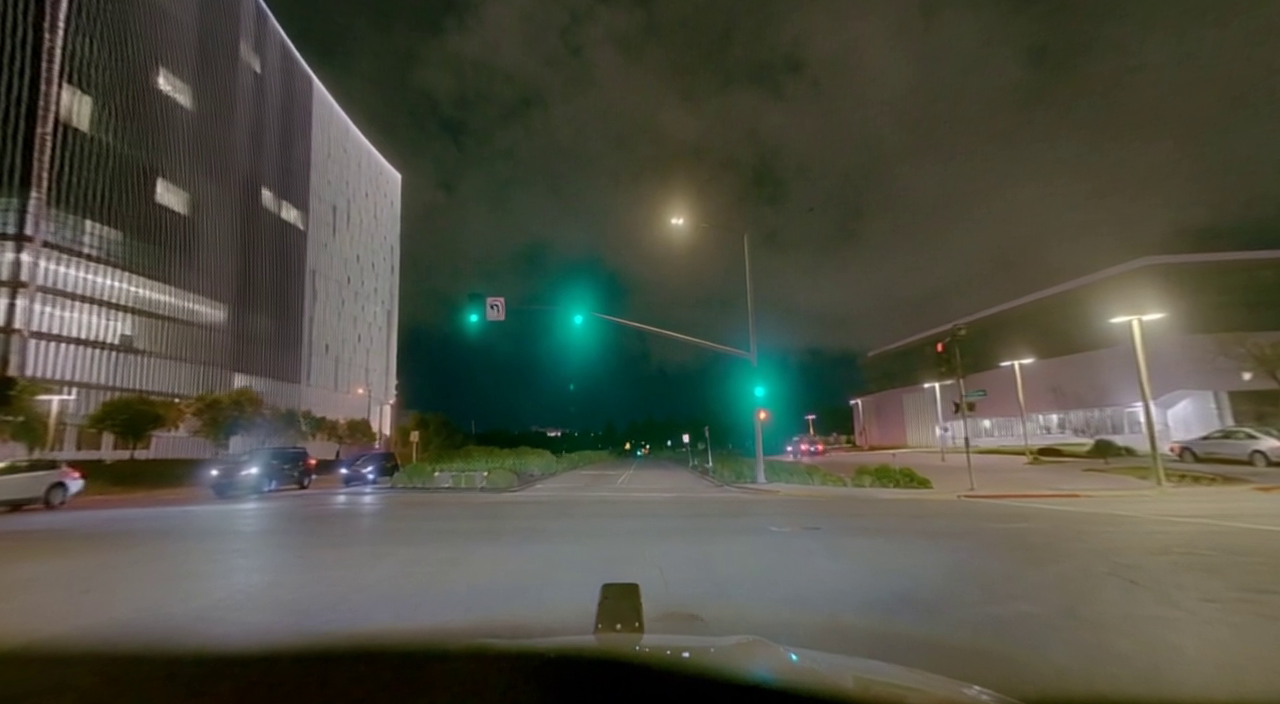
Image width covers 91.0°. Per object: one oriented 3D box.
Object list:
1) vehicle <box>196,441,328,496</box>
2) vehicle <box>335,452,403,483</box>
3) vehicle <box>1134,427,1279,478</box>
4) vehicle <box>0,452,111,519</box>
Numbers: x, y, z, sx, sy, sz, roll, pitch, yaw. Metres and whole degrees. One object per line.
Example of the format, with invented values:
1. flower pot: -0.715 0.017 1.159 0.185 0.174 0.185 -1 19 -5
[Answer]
1. vehicle: -14.846 4.569 25.177 2.091 1.915 5.040 0 -9 0
2. vehicle: -15.109 6.434 35.336 1.932 1.605 4.146 0 -9 0
3. vehicle: 19.074 3.304 20.796 1.834 1.480 4.458 1 -9 -1
4. vehicle: -15.187 3.088 14.678 1.790 1.437 4.349 0 -9 2
